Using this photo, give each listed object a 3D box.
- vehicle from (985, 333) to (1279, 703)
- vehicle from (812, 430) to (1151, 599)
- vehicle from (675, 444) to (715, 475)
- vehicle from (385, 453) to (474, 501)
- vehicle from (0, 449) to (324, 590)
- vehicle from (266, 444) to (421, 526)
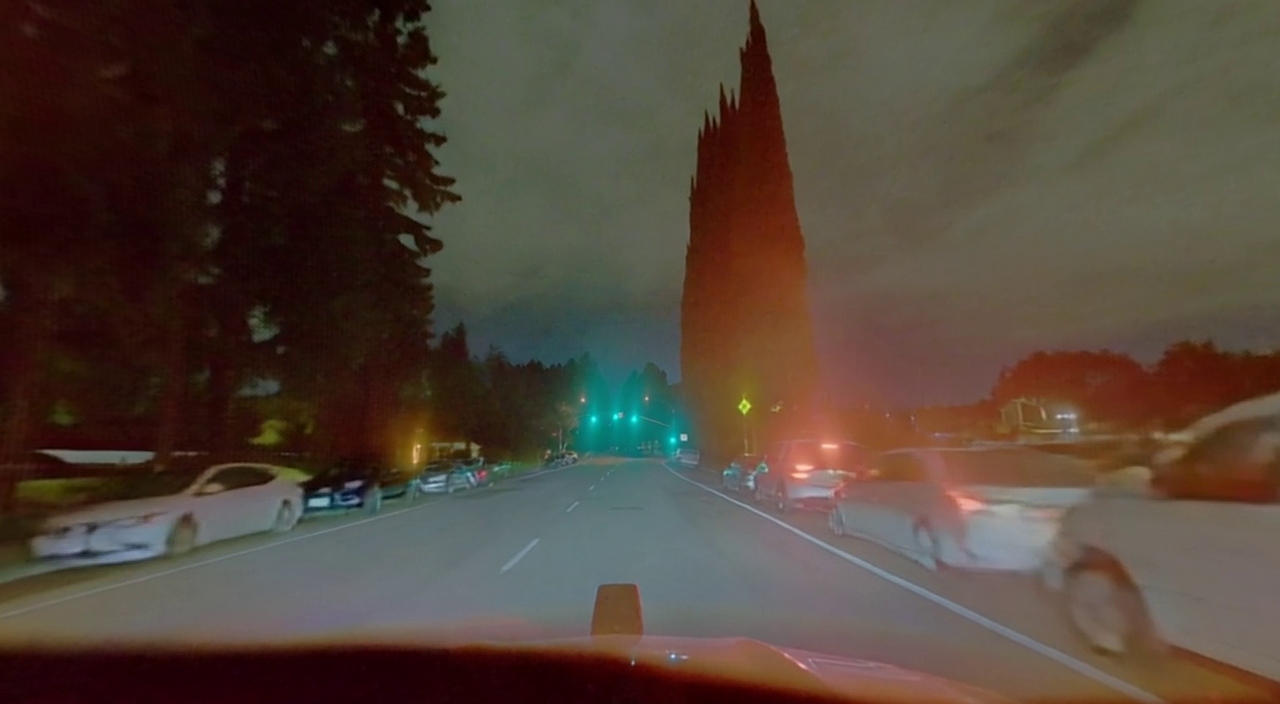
[{"bbox_3d":[3.989,0.765,2.249,2.255,1.863,5.629,0,-9,-1],"label":"vehicle"},{"bbox_3d":[3.800,1.849,8.144,1.914,1.552,4.321,0,-9,0],"label":"vehicle"},{"bbox_3d":[3.604,7.137,42.306,2.034,1.906,4.653,0,-9,-2],"label":"vehicle"},{"bbox_3d":[-7.697,4.570,23.608,2.013,1.550,4.290,0,-9,-2],"label":"vehicle"},{"bbox_3d":[-7.354,2.472,10.318,2.113,1.486,4.774,-3,-7,-2],"label":"vehicle"},{"bbox_3d":[-7.562,3.369,16.743,2.091,1.724,4.536,-2,-7,-2],"label":"vehicle"}]
